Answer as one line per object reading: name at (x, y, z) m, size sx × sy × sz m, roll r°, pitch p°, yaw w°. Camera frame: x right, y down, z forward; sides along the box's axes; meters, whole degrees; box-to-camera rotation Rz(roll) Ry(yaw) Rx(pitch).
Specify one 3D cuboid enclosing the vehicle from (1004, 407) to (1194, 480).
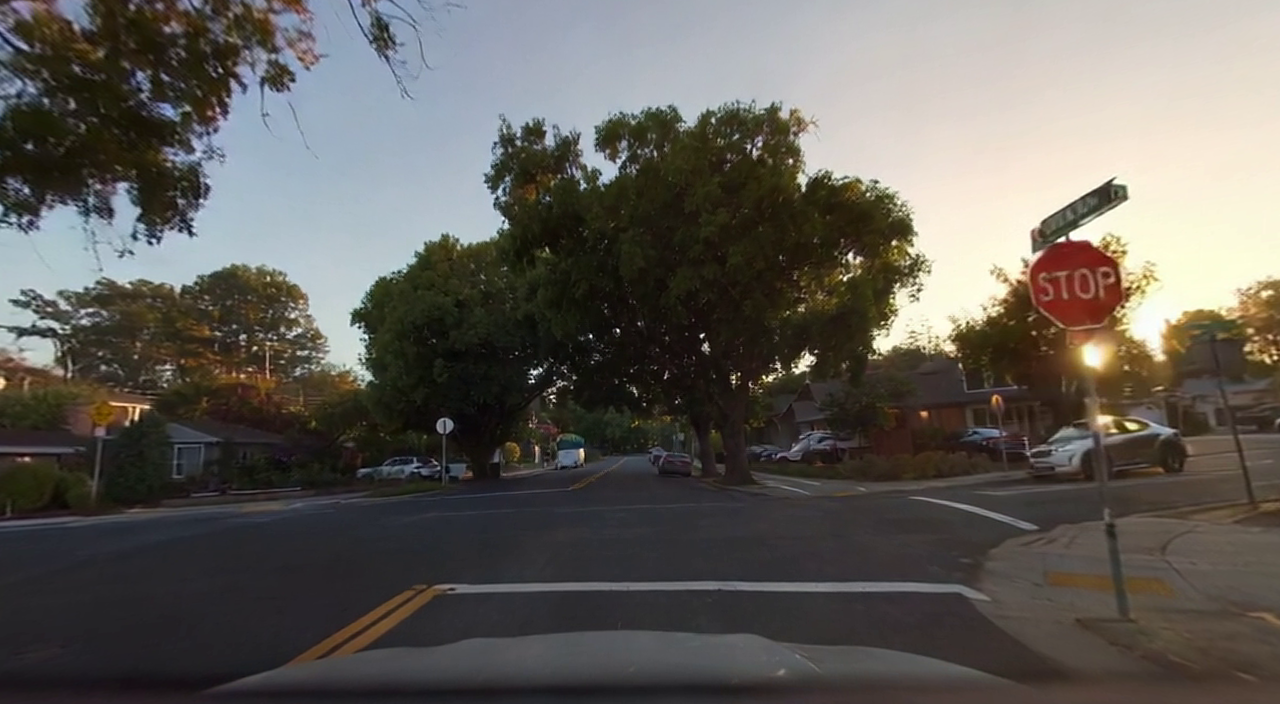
vehicle at (14.828, 2.983, 20.512) m, size 4.788 × 1.875 × 2.148 m, roll 1°, pitch -20°, yaw -16°

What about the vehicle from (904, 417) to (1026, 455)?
vehicle at (14.688, 3.867, 28.846) m, size 1.960 × 1.584 × 4.669 m, roll 3°, pitch -9°, yaw -24°

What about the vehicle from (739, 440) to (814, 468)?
vehicle at (9.063, 6.827, 41.946) m, size 4.399 × 1.537 × 1.859 m, roll 4°, pitch -20°, yaw -21°

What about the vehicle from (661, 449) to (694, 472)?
vehicle at (2.773, 8.160, 47.641) m, size 2.000 × 1.560 × 4.487 m, roll 0°, pitch -8°, yaw -2°

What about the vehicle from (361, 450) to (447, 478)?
vehicle at (-12.666, 6.026, 34.024) m, size 3.937 × 1.390 × 1.644 m, roll 0°, pitch -7°, yaw -1°

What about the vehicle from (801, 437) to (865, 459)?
vehicle at (13.484, 6.700, 44.084) m, size 4.032 × 1.444 × 1.747 m, roll 3°, pitch -9°, yaw -23°
